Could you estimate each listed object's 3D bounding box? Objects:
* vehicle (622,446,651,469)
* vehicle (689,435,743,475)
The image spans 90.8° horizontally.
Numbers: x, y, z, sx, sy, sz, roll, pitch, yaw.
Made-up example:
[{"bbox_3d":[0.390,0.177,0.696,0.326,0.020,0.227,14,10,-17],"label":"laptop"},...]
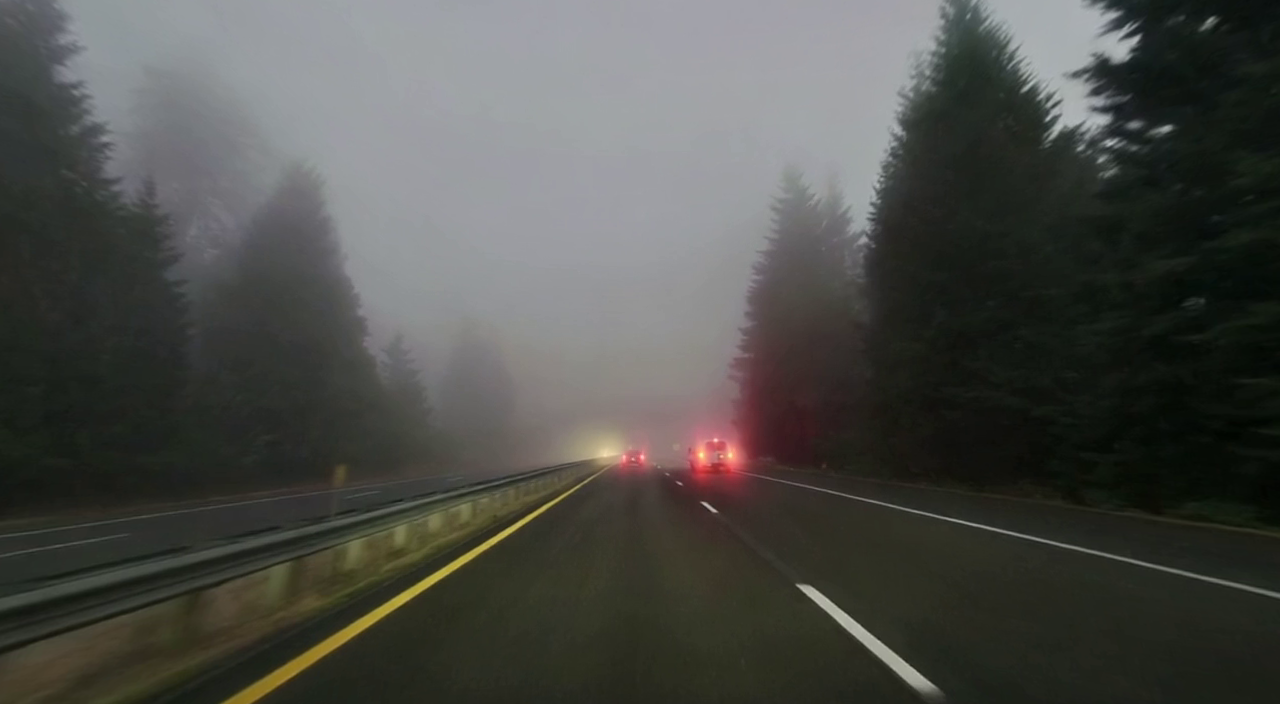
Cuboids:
[{"bbox_3d":[-0.211,7.665,45.989,2.013,1.584,3.995,0,-9,0],"label":"vehicle"},{"bbox_3d":[4.027,5.594,34.339,2.152,1.998,5.380,0,-9,-1],"label":"vehicle"}]
